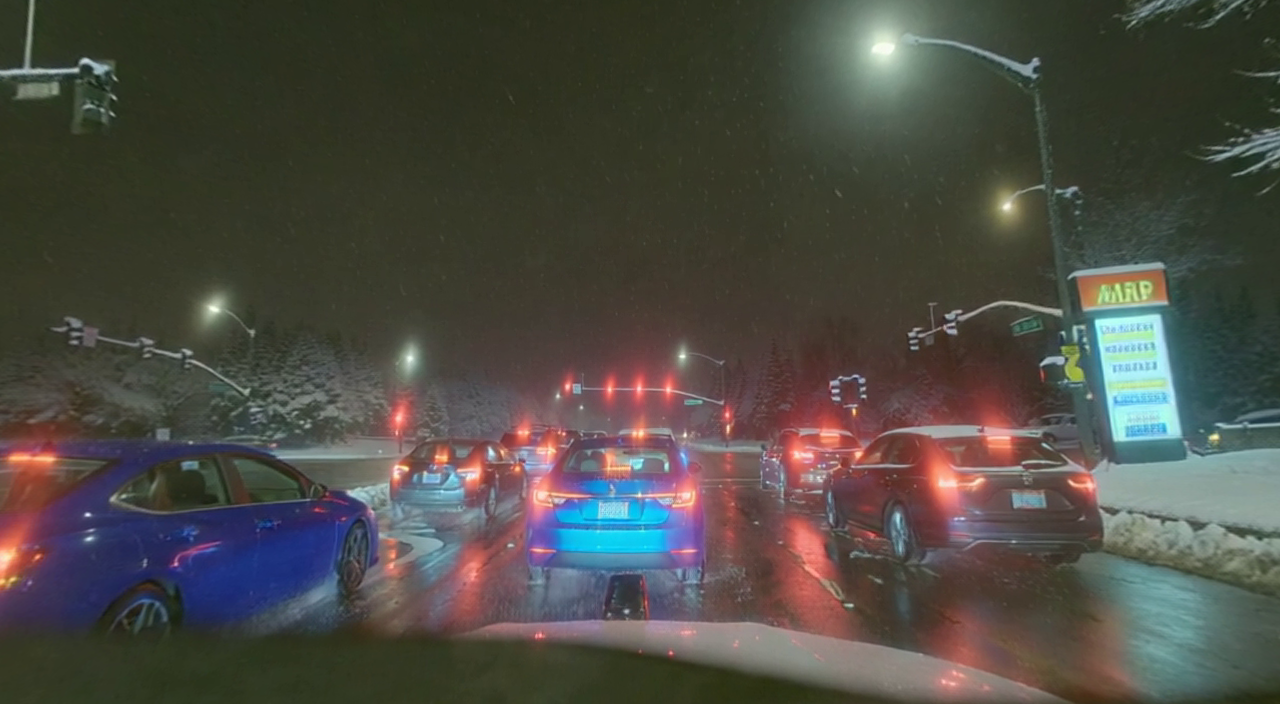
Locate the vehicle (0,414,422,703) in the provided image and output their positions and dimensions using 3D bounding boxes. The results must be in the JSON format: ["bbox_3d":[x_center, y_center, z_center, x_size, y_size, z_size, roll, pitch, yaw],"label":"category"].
[{"bbox_3d":[-3.413,1.302,4.714,1.980,1.454,4.226,0,-8,1],"label":"vehicle"}]

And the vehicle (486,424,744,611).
[{"bbox_3d":[-0.188,1.625,7.111,2.059,1.477,3.988,0,-8,0],"label":"vehicle"}]

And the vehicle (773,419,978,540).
[{"bbox_3d":[3.758,2.106,11.028,2.007,1.683,4.171,0,-8,1],"label":"vehicle"}]

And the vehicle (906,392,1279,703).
[{"bbox_3d":[3.400,1.071,3.490,1.981,1.499,4.536,0,-8,2],"label":"vehicle"}]
